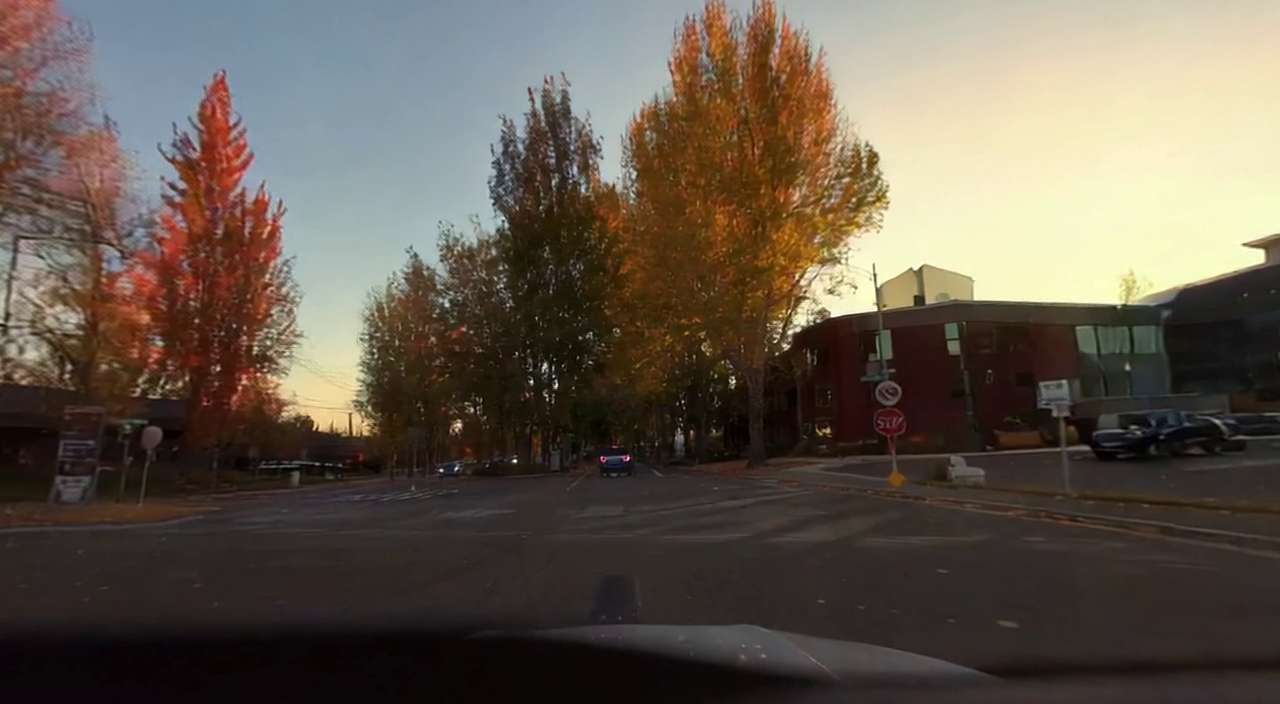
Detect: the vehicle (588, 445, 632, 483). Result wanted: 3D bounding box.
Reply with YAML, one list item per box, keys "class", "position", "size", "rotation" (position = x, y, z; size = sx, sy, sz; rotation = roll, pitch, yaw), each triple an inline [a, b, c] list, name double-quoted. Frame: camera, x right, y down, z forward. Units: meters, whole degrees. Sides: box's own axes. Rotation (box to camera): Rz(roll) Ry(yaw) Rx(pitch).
- class: "vehicle"
  position: [-1.631, 6.396, 36.384]
  size: [2.284, 2.012, 5.607]
  rotation: [0, -9, -1]
